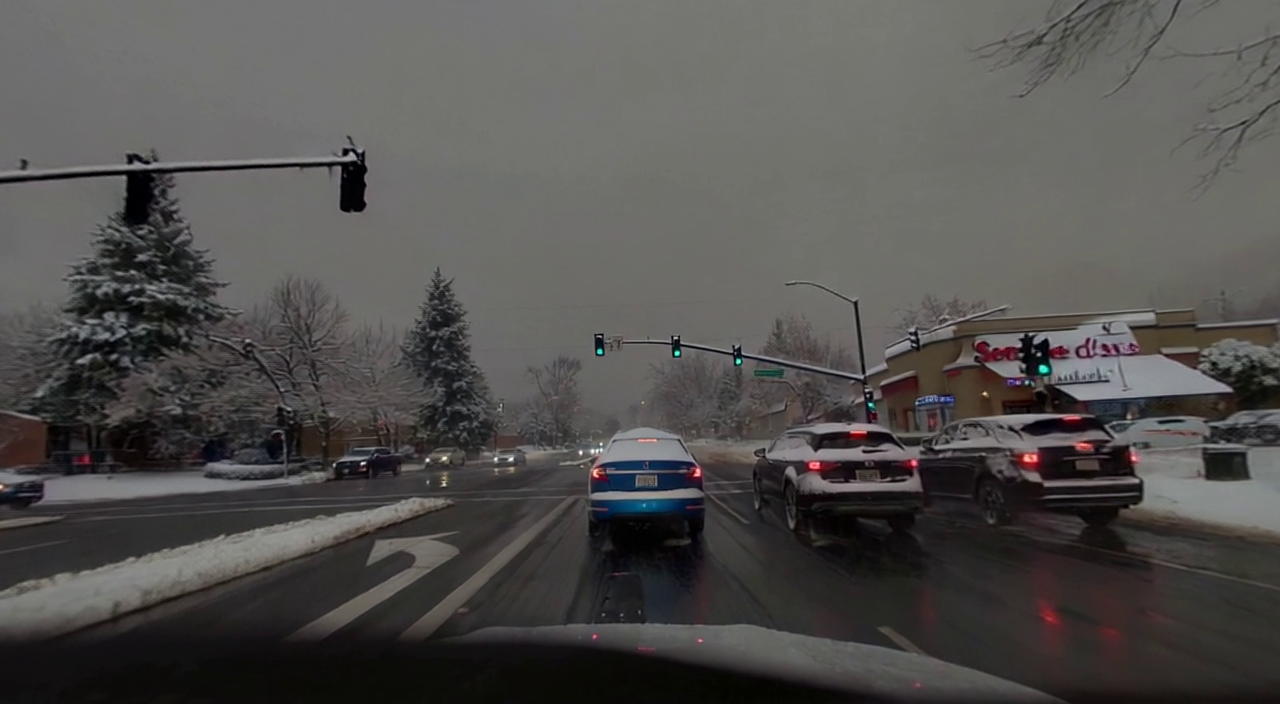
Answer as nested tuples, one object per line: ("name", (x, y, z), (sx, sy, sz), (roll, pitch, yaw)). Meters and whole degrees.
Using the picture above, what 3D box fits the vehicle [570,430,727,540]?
("vehicle", (0.084, 2.126, 10.741), (2.135, 1.468, 4.076), (0, -8, -1))

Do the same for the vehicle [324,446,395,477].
("vehicle", (-18.612, 7.271, 42.254), (2.324, 1.911, 5.610), (0, -8, -2))

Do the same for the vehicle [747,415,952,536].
("vehicle", (3.266, 2.046, 11.051), (1.973, 1.633, 4.717), (0, -8, 0))

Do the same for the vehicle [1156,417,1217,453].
("vehicle", (34.030, 5.184, 39.273), (5.099, 2.063, 2.237), (8, -12, -44))

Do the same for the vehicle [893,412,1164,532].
("vehicle", (6.446, 2.035, 11.256), (2.009, 1.700, 4.275), (0, -8, -1))
